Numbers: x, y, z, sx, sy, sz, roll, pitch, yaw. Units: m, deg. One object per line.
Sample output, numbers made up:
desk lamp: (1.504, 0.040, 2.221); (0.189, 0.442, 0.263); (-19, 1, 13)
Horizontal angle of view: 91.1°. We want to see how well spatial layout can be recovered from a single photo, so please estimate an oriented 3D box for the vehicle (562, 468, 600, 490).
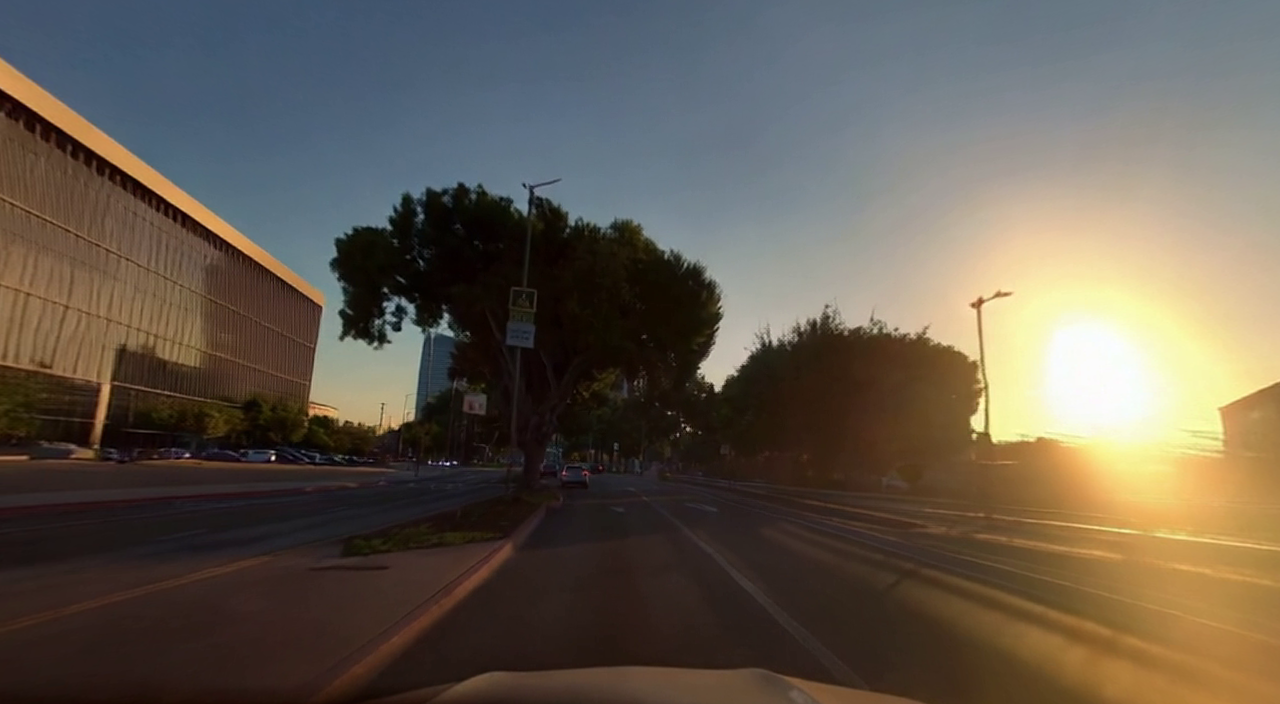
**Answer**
vehicle: (-3.485, 7.417, 36.850); (1.775, 1.186, 2.933); (3, -11, -13)
